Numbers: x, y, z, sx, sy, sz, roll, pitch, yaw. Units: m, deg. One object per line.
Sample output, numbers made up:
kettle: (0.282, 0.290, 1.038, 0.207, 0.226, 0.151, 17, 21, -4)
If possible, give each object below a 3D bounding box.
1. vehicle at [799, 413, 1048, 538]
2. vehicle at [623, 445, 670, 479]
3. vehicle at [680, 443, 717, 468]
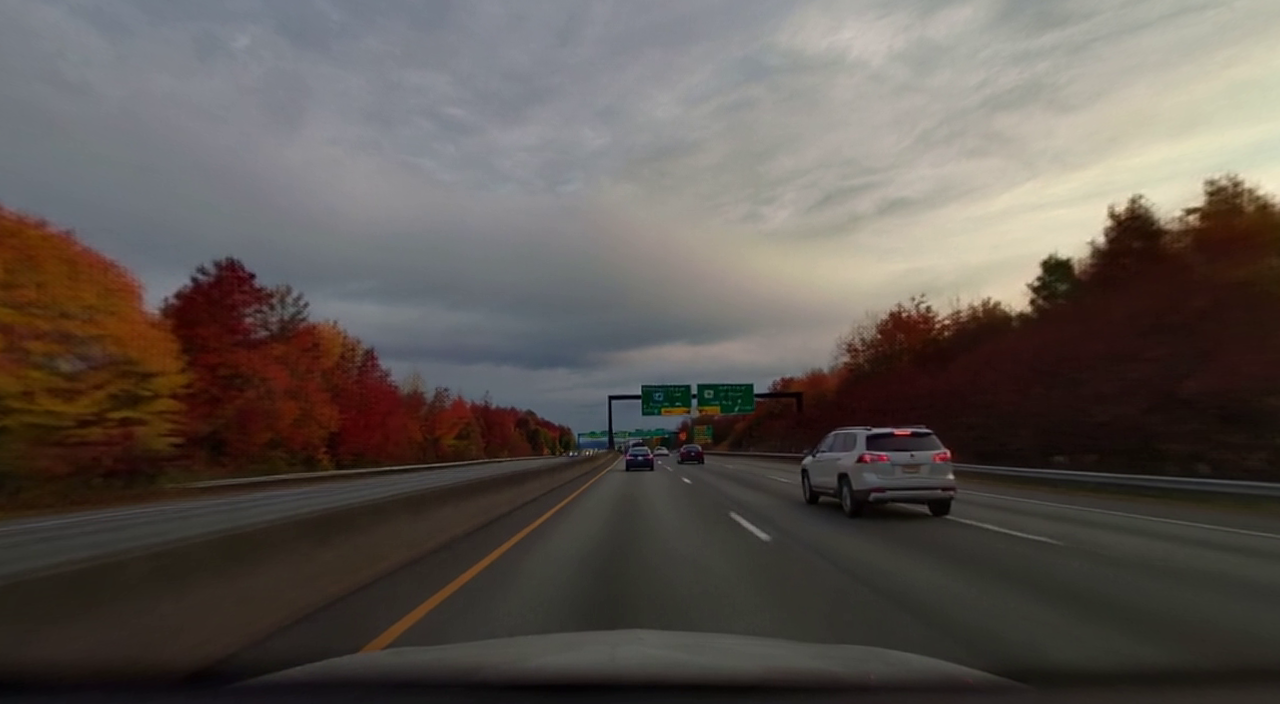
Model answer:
vehicle: (4.535, 2.070, 11.017, 2.250, 1.718, 4.358, 0, -9, -1)
vehicle: (0.236, 5.027, 28.885, 2.037, 1.418, 3.793, 0, -9, -1)
vehicle: (3.767, 6.751, 40.974, 1.959, 1.528, 4.207, 0, -9, -1)
